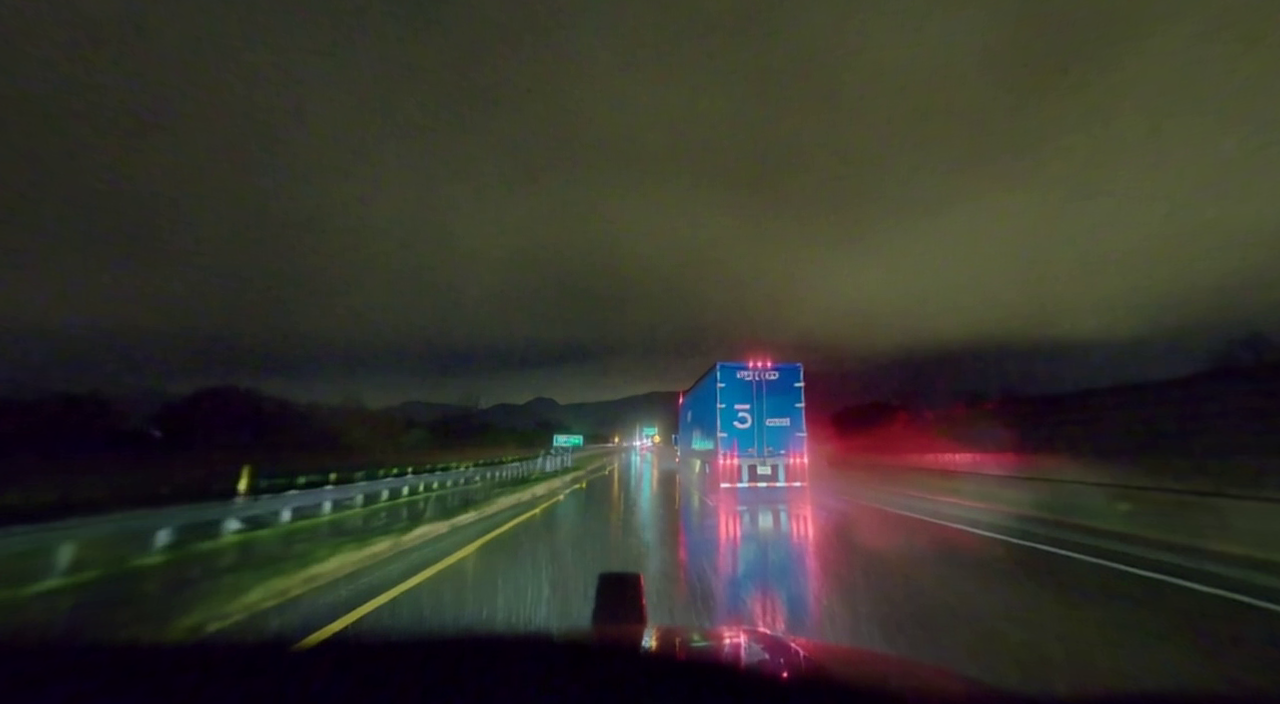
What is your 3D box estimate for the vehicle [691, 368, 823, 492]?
[{"bbox_3d":[3.942,3.138,24.189,3.107,3.718,10.231,0,-9,0],"label":"vehicle"}]
